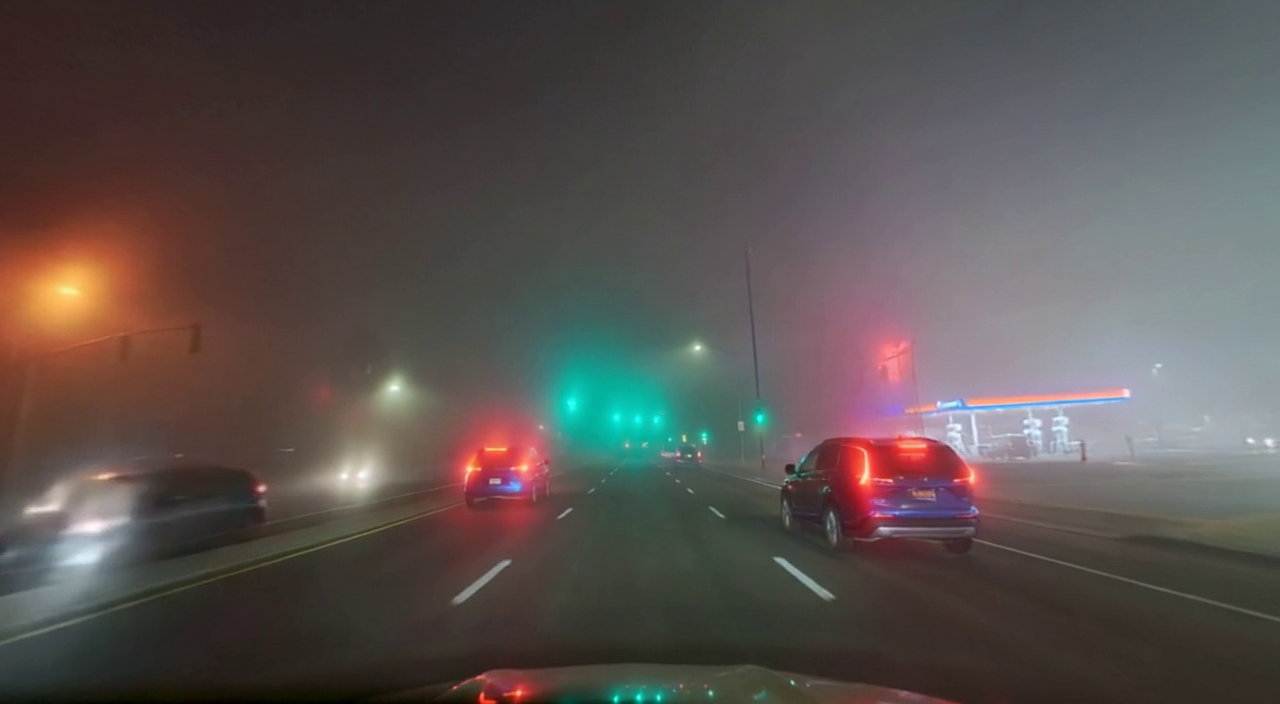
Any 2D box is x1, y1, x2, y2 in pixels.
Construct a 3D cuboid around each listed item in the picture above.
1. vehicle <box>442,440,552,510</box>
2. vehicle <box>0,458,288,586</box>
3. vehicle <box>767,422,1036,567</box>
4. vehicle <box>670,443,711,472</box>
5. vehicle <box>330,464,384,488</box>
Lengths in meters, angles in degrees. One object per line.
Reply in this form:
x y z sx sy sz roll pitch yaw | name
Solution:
-3.647 3.206 16.915 1.935 1.617 4.045 0 -9 1 | vehicle
-8.056 2.543 10.299 2.056 1.519 4.383 0 -8 1 | vehicle
3.508 1.992 9.645 2.085 1.655 4.459 0 -9 -1 | vehicle
3.119 6.638 39.922 2.066 1.699 4.419 0 -9 -2 | vehicle
-20.736 9.062 46.439 1.849 1.497 4.444 0 -9 0 | vehicle
